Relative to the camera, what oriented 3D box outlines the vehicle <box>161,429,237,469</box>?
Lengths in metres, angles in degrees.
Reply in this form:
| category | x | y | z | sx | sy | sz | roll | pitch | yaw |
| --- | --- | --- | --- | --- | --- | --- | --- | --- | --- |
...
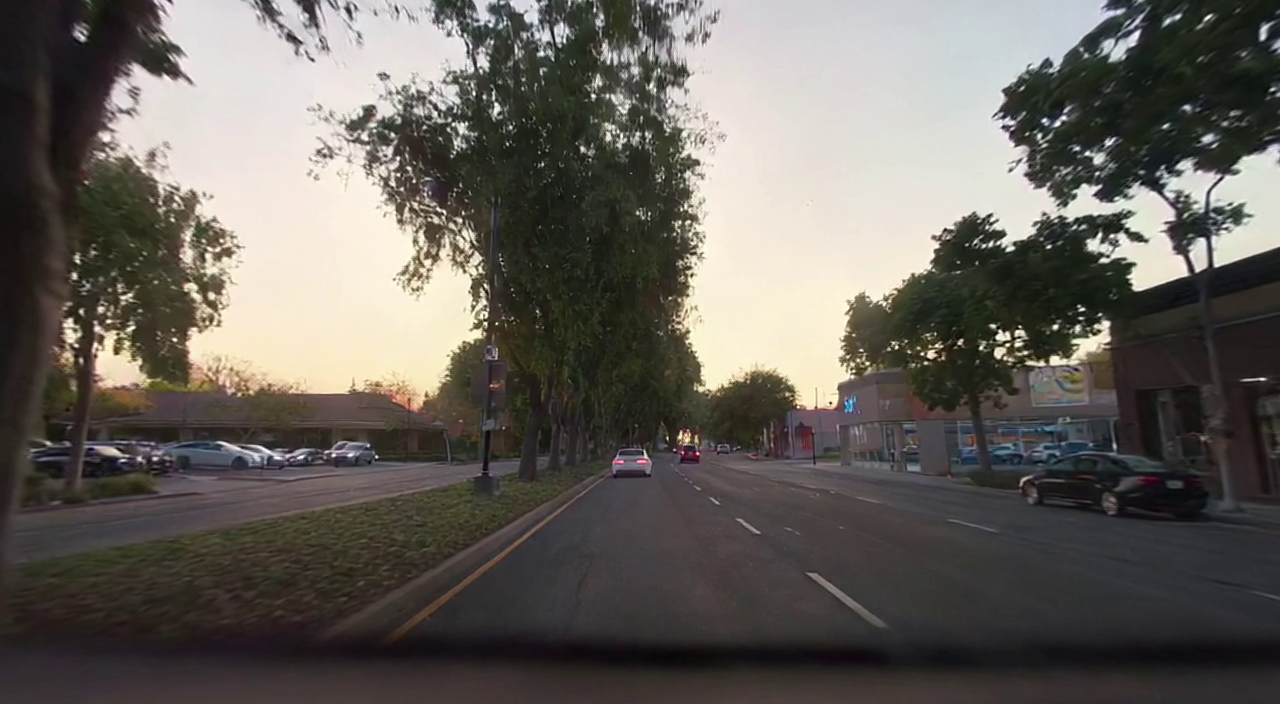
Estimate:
| category | x | y | z | sx | sy | sz | roll | pitch | yaw |
| --- | --- | --- | --- | --- | --- | --- | --- | --- | --- |
| vehicle | -31.910 | 7.095 | 45.641 | 5.926 | 2.638 | 2.413 | -8 | -12 | 35 |

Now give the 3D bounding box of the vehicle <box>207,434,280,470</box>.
| category | x | y | z | sx | sy | sz | roll | pitch | yaw |
| --- | --- | --- | --- | --- | --- | --- | --- | --- | --- |
| vehicle | -30.155 | 7.655 | 47.985 | 5.689 | 2.583 | 2.285 | -7 | -12 | 32 |

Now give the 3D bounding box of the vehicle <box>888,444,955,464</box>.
| category | x | y | z | sx | sy | sz | roll | pitch | yaw |
| --- | --- | --- | --- | --- | --- | --- | --- | --- | --- |
| vehicle | 21.481 | 7.813 | 48.394 | 4.197 | 1.505 | 1.915 | 0 | -8 | 1 |

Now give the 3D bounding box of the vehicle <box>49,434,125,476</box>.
| category | x | y | z | sx | sy | sz | roll | pitch | yaw |
| --- | --- | --- | --- | --- | --- | --- | --- | --- | --- |
| vehicle | -36.630 | 6.763 | 41.771 | 6.393 | 2.554 | 2.474 | -7 | -10 | 38 |

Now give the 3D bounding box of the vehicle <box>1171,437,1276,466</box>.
| category | x | y | z | sx | sy | sz | roll | pitch | yaw |
| --- | --- | --- | --- | --- | --- | --- | --- | --- | --- |
| vehicle | 34.473 | 5.867 | 37.411 | 4.198 | 1.653 | 1.910 | -1 | -9 | 2 |

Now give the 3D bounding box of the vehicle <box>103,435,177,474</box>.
| category | x | y | z | sx | sy | sz | roll | pitch | yaw |
| --- | --- | --- | --- | --- | --- | --- | --- | --- | --- |
| vehicle | -34.494 | 7.012 | 43.492 | 6.029 | 2.538 | 2.343 | -6 | -11 | 37 |

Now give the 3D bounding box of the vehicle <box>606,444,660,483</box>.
| category | x | y | z | sx | sy | sz | roll | pitch | yaw |
| --- | --- | --- | --- | --- | --- | --- | --- | --- | --- |
| vehicle | -0.268 | 4.615 | 26.456 | 2.095 | 1.456 | 3.873 | 0 | -8 | 0 |

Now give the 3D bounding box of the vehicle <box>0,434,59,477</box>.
| category | x | y | z | sx | sy | sz | roll | pitch | yaw |
| --- | --- | --- | --- | --- | --- | --- | --- | --- | --- |
| vehicle | -39.335 | 6.593 | 40.484 | 5.700 | 2.520 | 2.423 | -8 | -10 | 43 |

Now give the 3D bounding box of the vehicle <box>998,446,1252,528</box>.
| category | x | y | z | sx | sy | sz | roll | pitch | yaw |
| --- | --- | --- | --- | --- | --- | --- | --- | --- | --- |
| vehicle | 10.239 | 2.830 | 13.974 | 1.930 | 1.475 | 4.648 | 0 | -8 | 0 |
